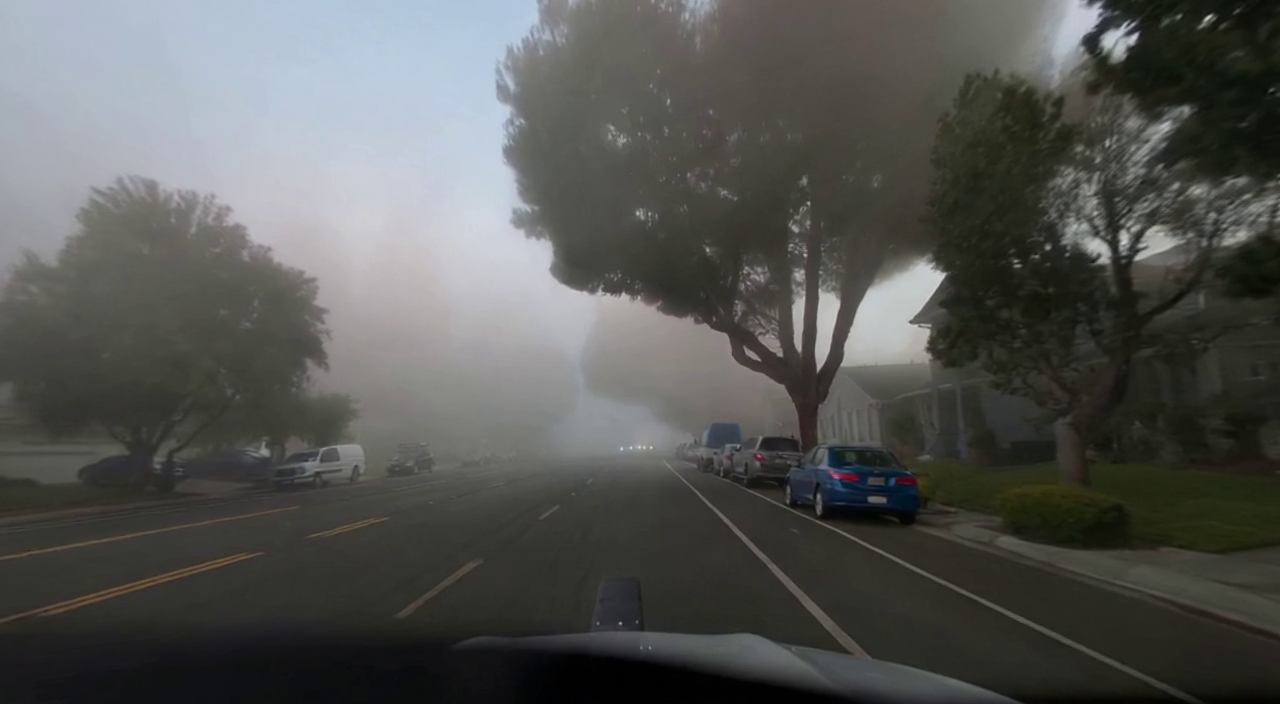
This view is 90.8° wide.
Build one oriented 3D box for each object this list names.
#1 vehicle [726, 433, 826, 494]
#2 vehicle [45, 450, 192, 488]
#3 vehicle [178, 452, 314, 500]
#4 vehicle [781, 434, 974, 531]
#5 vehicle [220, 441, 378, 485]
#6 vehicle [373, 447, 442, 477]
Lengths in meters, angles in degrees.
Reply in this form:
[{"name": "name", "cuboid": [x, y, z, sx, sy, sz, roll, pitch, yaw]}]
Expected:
[{"name": "vehicle", "cuboid": [4.201, 3.524, 20.329, 2.067, 1.706, 4.506, 0, -9, -2]}, {"name": "vehicle", "cuboid": [-21.287, 4.769, 25.959, 4.112, 1.474, 2.134, 0, -9, -2]}, {"name": "vehicle", "cuboid": [-13.640, 4.277, 22.246, 2.141, 1.463, 4.245, 0, -8, -2]}, {"name": "vehicle", "cuboid": [4.262, 2.389, 12.203, 1.862, 1.515, 4.233, 0, -9, -4]}, {"name": "vehicle", "cuboid": [-15.384, 5.034, 28.823, 5.783, 1.904, 2.289, 0, -9, -3]}, {"name": "vehicle", "cuboid": [-13.680, 6.486, 37.504, 2.045, 1.636, 5.214, 0, -8, 1]}]
